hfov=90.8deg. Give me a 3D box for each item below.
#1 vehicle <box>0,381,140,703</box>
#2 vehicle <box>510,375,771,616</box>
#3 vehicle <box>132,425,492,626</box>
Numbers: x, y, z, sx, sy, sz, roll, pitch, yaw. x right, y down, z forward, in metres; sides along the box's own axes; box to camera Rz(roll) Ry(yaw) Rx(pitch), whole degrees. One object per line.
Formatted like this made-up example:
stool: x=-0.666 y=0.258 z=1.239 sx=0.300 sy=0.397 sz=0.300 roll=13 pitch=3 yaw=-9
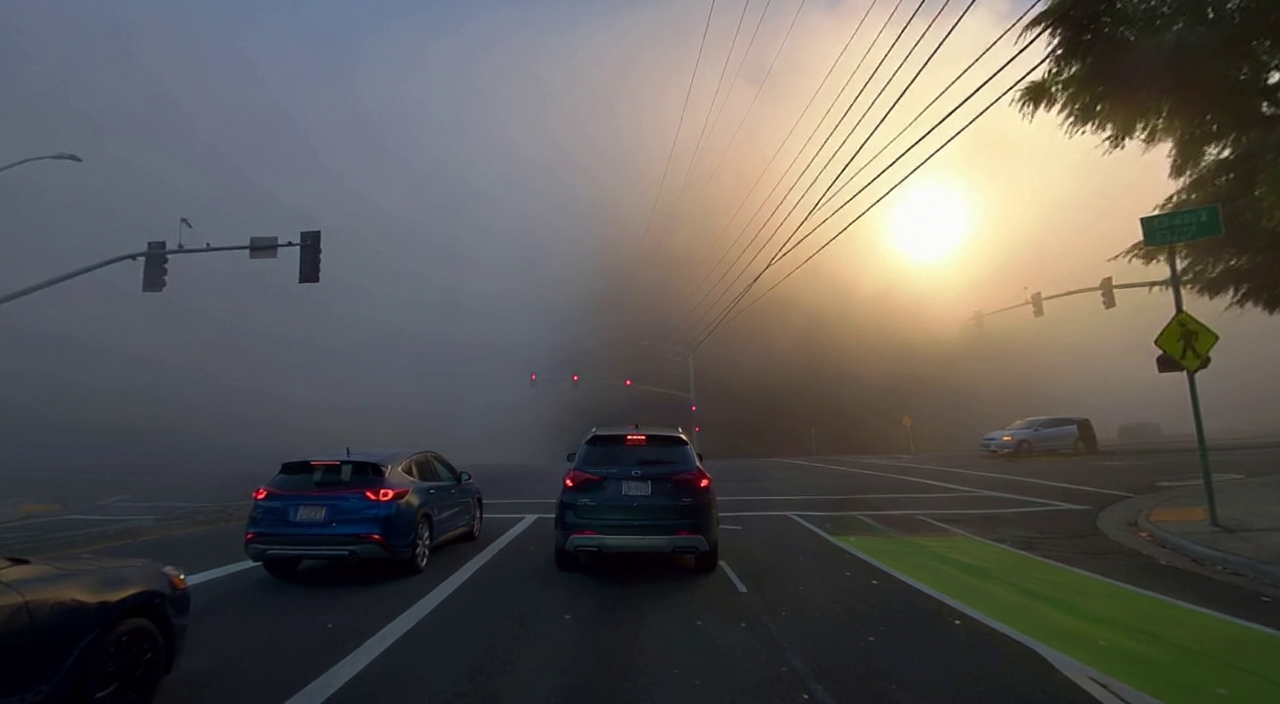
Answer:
vehicle: x=-3.477 y=0.573 z=0.323 sx=2.138 sy=1.488 sz=5.327 roll=0 pitch=-8 yaw=-1
vehicle: x=-0.033 y=1.561 z=7.643 sx=2.036 sy=1.885 sz=5.196 roll=0 pitch=-10 yaw=-1
vehicle: x=-2.966 y=1.647 z=6.810 sx=1.726 sy=1.506 sz=3.840 roll=0 pitch=-10 yaw=1
